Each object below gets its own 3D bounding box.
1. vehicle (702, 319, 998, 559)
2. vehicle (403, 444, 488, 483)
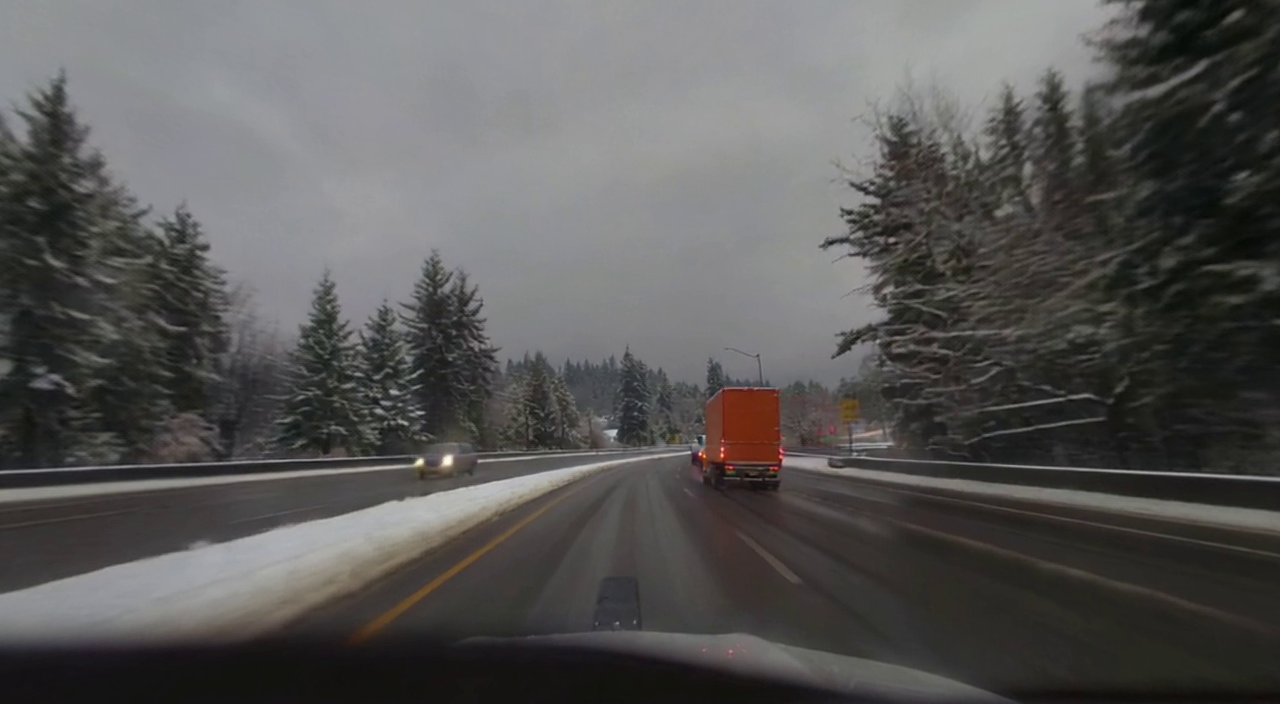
[{"bbox_3d":[3.816,2.365,16.601,2.916,3.563,14.462,0,-9,0],"label":"vehicle"},{"bbox_3d":[-8.265,4.775,27.157,1.962,1.539,4.572,-1,-9,4],"label":"vehicle"}]
